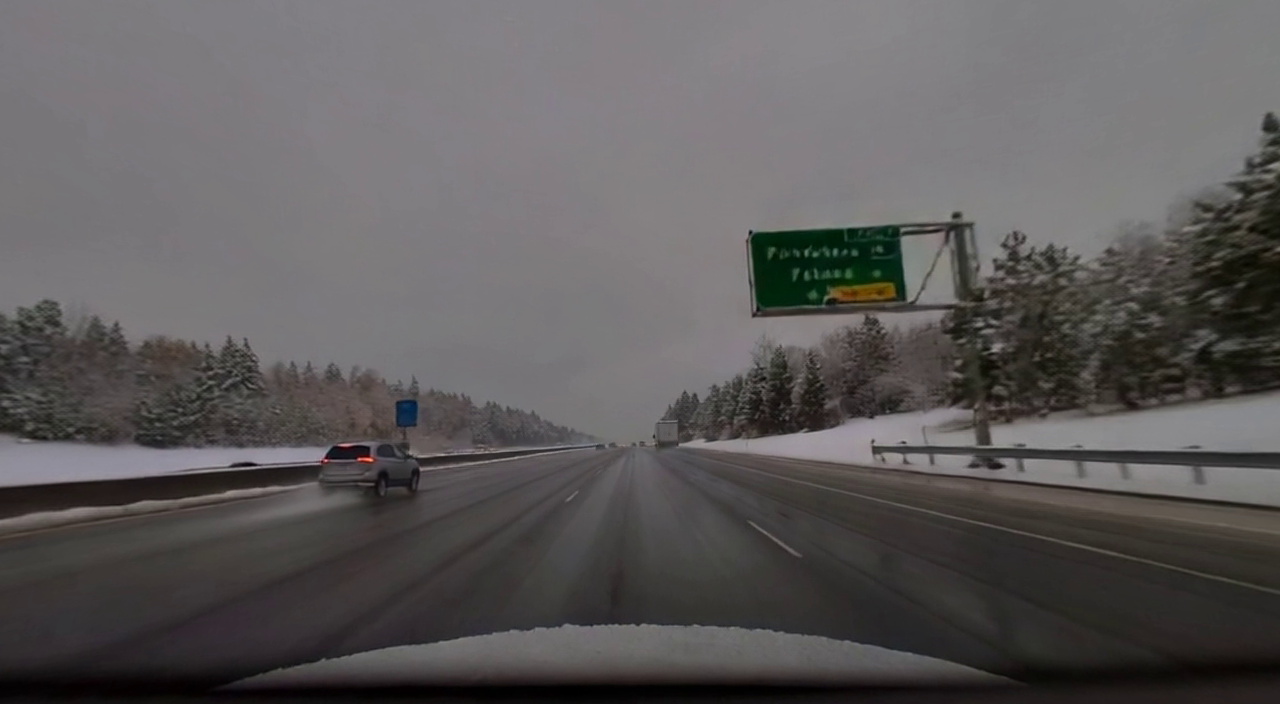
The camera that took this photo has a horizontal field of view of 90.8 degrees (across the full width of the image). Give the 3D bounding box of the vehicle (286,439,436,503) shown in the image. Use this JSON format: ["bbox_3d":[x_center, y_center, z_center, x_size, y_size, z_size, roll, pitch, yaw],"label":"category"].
[{"bbox_3d":[-7.334,3.151,17.227,2.033,1.494,4.508,0,-9,0],"label":"vehicle"}]
